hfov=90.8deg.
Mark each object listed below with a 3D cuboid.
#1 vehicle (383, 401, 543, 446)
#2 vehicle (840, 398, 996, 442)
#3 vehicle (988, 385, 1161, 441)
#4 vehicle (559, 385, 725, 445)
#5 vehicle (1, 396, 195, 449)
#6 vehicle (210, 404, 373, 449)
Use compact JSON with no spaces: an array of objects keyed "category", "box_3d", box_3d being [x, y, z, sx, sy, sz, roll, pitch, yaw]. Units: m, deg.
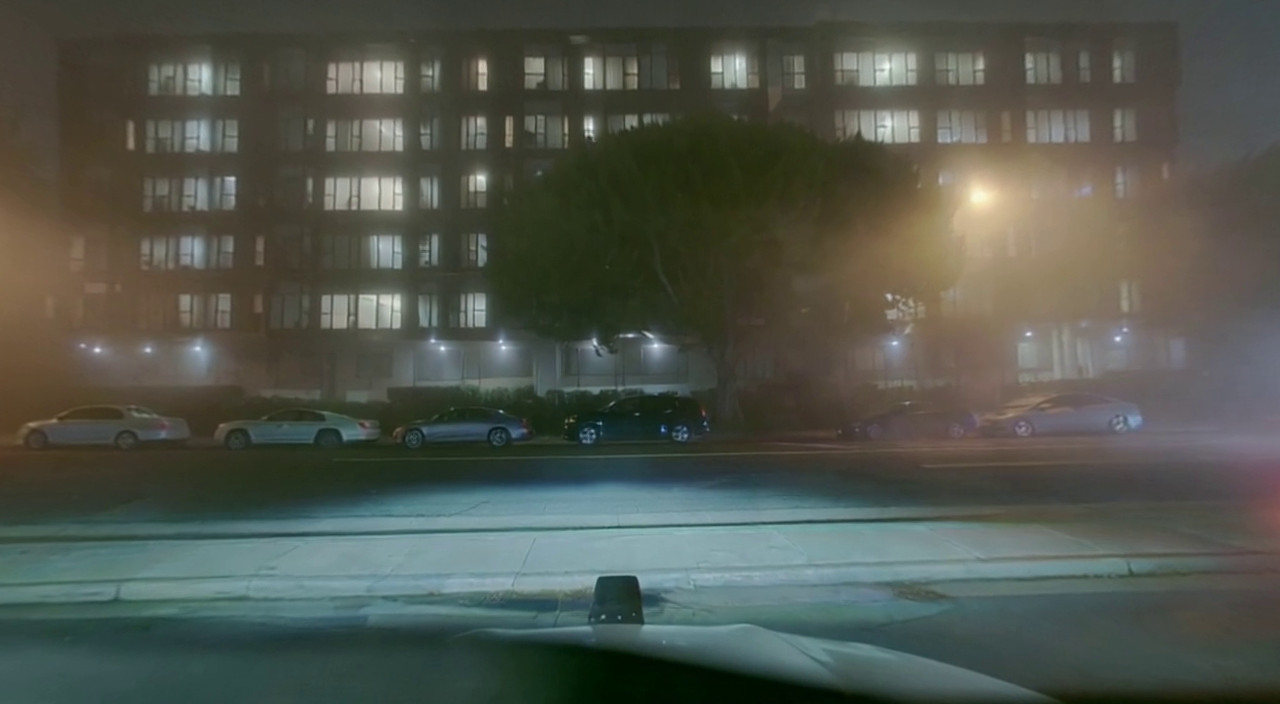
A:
[{"category":"vehicle","box_3d":[-5.777,2.424,21.118,4.851,1.339,1.785,0,-10,-3]},{"category":"vehicle","box_3d":[9.391,2.317,21.539,4.521,1.411,1.726,1,-6,-4]},{"category":"vehicle","box_3d":[14.983,2.092,21.971,4.544,1.780,1.966,-1,-5,-1]},{"category":"vehicle","box_3d":[0.011,2.173,21.295,5.299,1.860,2.098,1,-9,-5]},{"category":"vehicle","box_3d":[-17.541,2.330,20.667,4.426,1.641,1.889,0,-8,-5]},{"category":"vehicle","box_3d":[-11.439,2.490,20.983,4.336,1.438,1.776,0,-8,-3]}]
